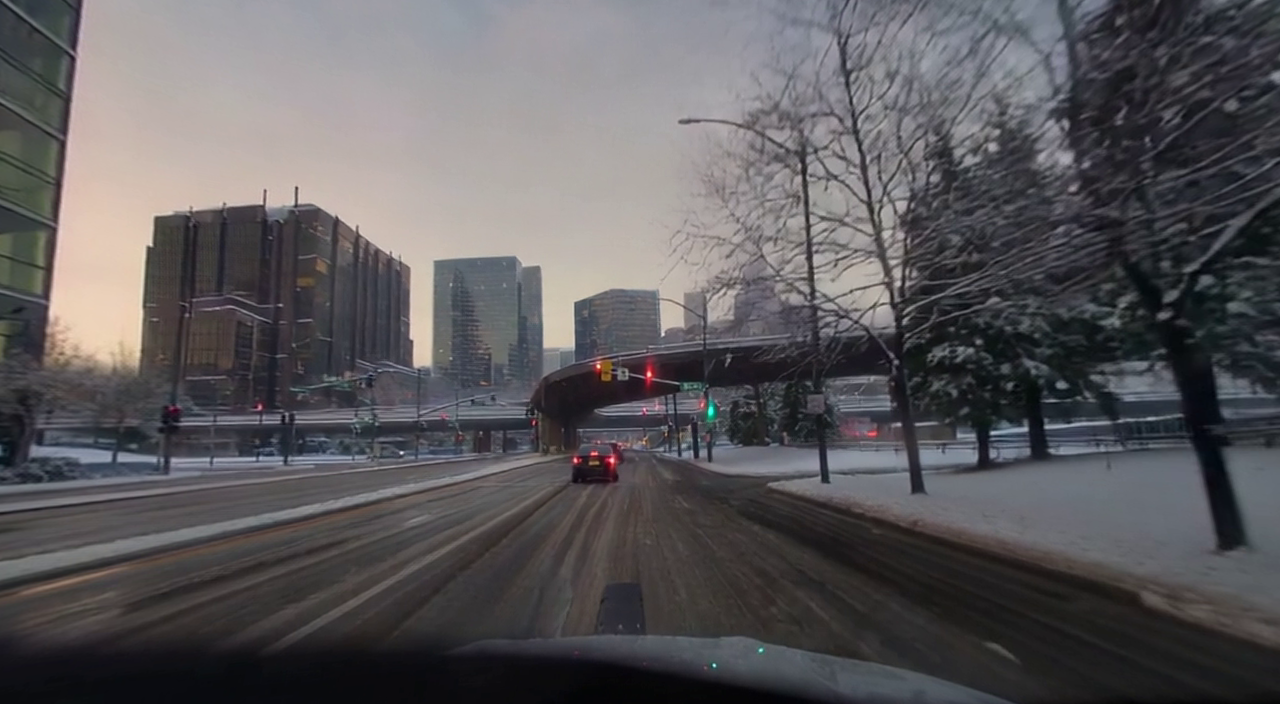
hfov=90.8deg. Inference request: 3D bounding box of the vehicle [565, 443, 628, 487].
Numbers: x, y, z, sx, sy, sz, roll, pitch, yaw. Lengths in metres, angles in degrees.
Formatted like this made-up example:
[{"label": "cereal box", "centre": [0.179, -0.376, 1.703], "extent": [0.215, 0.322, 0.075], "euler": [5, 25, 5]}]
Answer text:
[{"label": "vehicle", "centre": [-1.571, 4.215, 23.948], "extent": [2.154, 1.465, 4.532], "euler": [0, -9, -2]}]
